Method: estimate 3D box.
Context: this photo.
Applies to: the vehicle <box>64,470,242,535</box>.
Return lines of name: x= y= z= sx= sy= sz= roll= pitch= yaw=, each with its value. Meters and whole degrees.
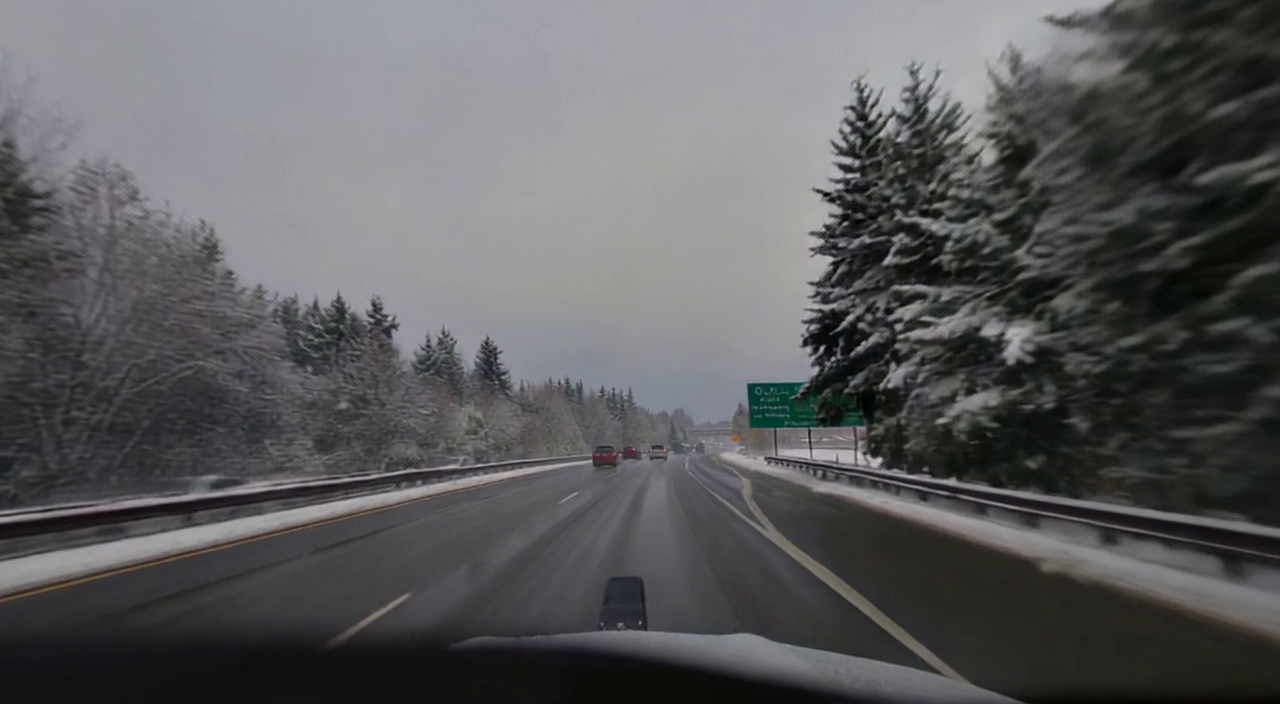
vehicle: x=-14.519 y=4.472 z=19.174 sx=1.824 sy=1.538 sz=4.385 roll=0 pitch=-8 yaw=1

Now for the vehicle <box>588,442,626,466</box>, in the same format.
vehicle: x=-2.107 y=6.683 z=41.424 sx=1.985 sy=1.518 sz=3.847 roll=-1 pitch=-8 yaw=4

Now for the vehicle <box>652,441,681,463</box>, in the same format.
vehicle: x=2.040 y=7.506 z=47.351 sx=2.077 sy=1.533 sz=3.854 roll=-1 pitch=-8 yaw=3

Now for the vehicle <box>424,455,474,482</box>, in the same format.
vehicle: x=-13.066 y=7.958 z=43.328 sx=1.870 sy=1.674 sz=4.218 roll=-1 pitch=-8 yaw=3

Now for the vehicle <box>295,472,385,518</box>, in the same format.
vehicle: x=-10.498 y=5.008 z=22.272 sx=1.457 sy=1.317 sz=3.296 roll=-1 pitch=-8 yaw=1
